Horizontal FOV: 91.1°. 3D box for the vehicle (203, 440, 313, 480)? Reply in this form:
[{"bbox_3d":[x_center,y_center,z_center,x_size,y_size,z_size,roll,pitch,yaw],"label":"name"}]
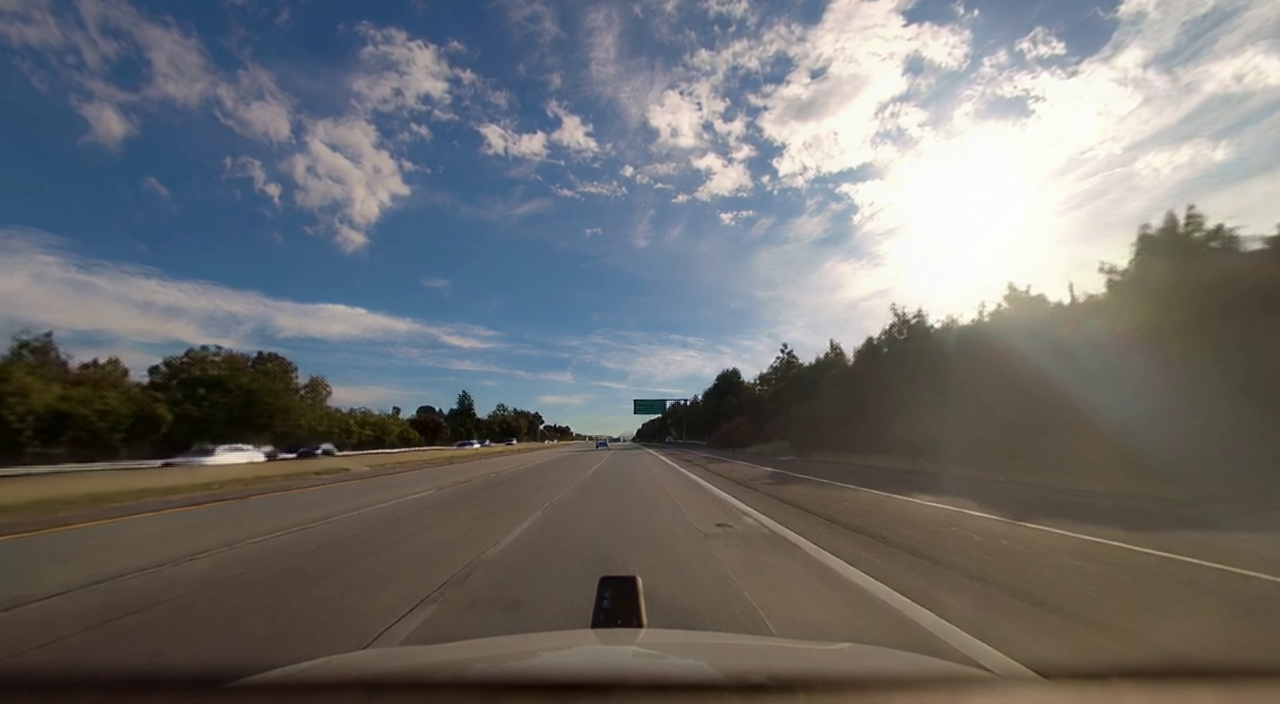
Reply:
[{"bbox_3d":[-16.083,4.522,26.772,1.870,1.524,4.571,0,-8,-1],"label":"vehicle"}]
